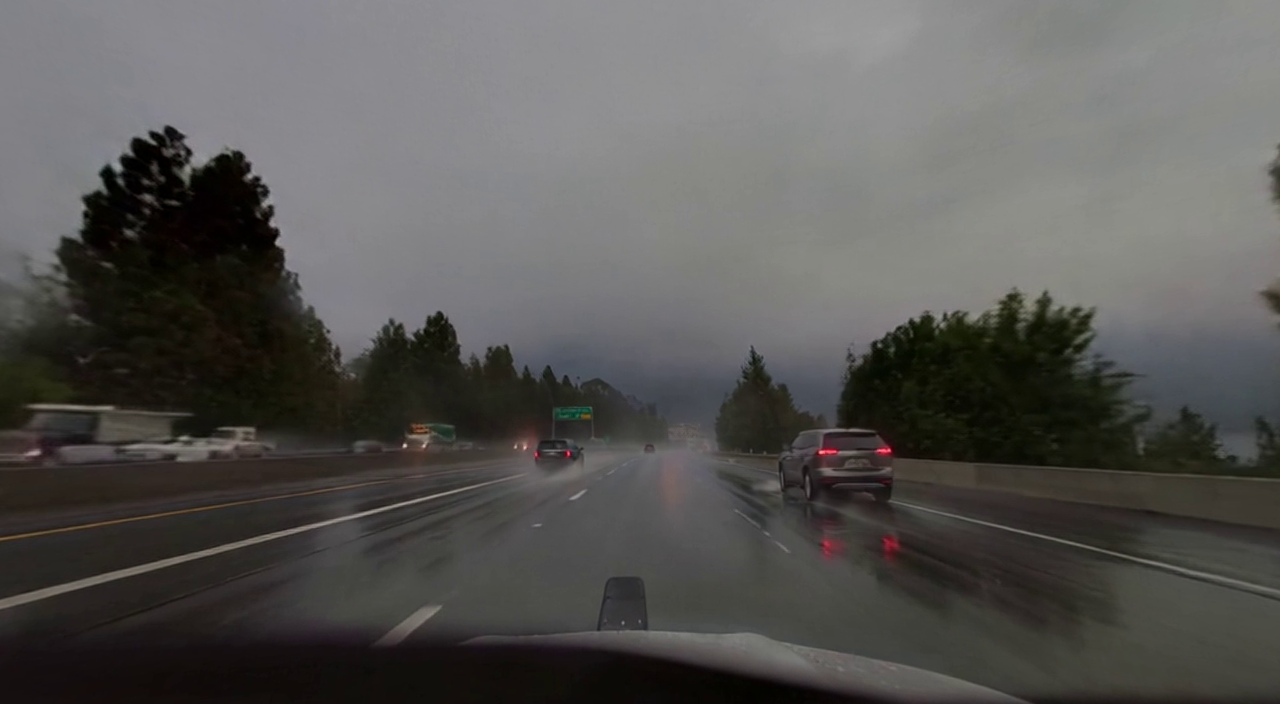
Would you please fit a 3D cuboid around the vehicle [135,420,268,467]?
[{"bbox_3d":[-27.859,5.905,40.458,2.685,2.719,7.829,-1,-8,2],"label":"vehicle"}]

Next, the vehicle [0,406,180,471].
[{"bbox_3d":[-28.236,4.173,30.184,2.850,2.700,11.935,-1,-8,2],"label":"vehicle"}]

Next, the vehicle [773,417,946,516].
[{"bbox_3d":[4.501,2.433,13.803,2.149,1.796,4.487,0,-8,0],"label":"vehicle"}]

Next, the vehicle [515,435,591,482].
[{"bbox_3d":[-3.209,4.043,24.123,2.166,1.608,4.297,0,-8,2],"label":"vehicle"}]
